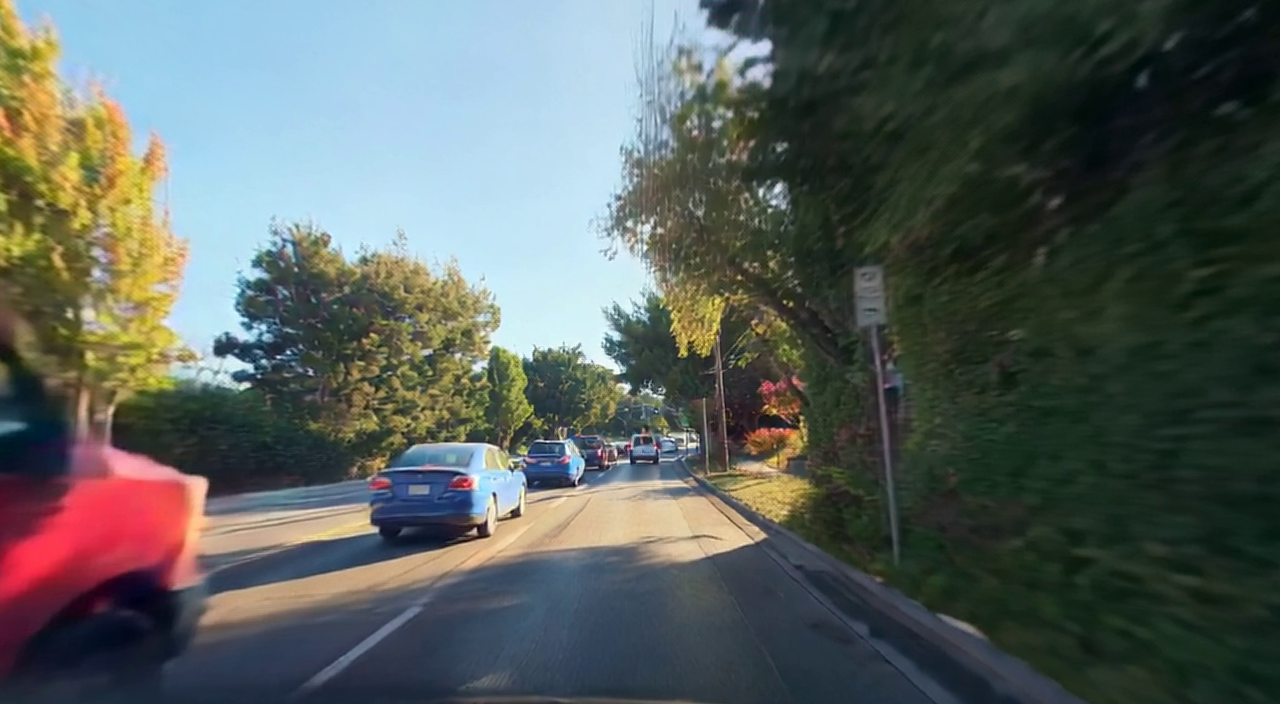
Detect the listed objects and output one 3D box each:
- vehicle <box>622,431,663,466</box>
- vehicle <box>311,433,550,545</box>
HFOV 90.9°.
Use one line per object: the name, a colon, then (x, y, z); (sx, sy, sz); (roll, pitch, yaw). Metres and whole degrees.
vehicle: (0.186, 5.575, 36.436); (2.241, 1.912, 4.095); (-1, -8, 2)
vehicle: (-3.157, 2.208, 10.930); (2.260, 1.465, 4.972); (-1, -8, 3)
